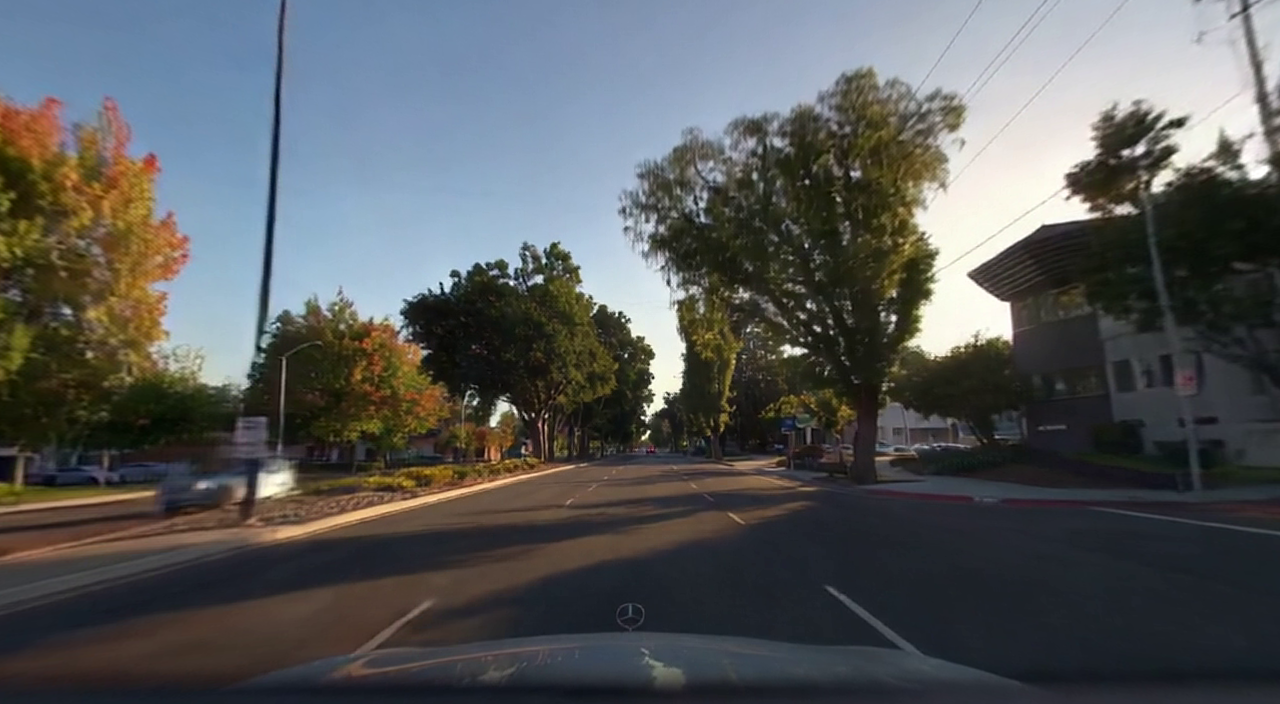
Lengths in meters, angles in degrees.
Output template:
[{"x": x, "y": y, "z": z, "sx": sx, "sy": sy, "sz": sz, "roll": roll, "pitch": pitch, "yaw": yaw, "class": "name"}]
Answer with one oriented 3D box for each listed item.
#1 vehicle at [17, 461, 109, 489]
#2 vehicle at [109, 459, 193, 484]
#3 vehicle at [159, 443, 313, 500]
[{"x": -37.211, "y": 7.928, "z": 40.803, "sx": 1.796, "sy": 1.451, "sz": 4.459, "roll": -4, "pitch": -8, "yaw": 0, "class": "vehicle"}, {"x": -31.818, "y": 7.764, "z": 41.183, "sx": 1.876, "sy": 1.470, "sz": 4.706, "roll": 1, "pitch": -9, "yaw": -2, "class": "vehicle"}, {"x": -12.230, "y": 3.613, "z": 19.496, "sx": 1.882, "sy": 1.541, "sz": 4.280, "roll": 0, "pitch": -9, "yaw": 0, "class": "vehicle"}]
